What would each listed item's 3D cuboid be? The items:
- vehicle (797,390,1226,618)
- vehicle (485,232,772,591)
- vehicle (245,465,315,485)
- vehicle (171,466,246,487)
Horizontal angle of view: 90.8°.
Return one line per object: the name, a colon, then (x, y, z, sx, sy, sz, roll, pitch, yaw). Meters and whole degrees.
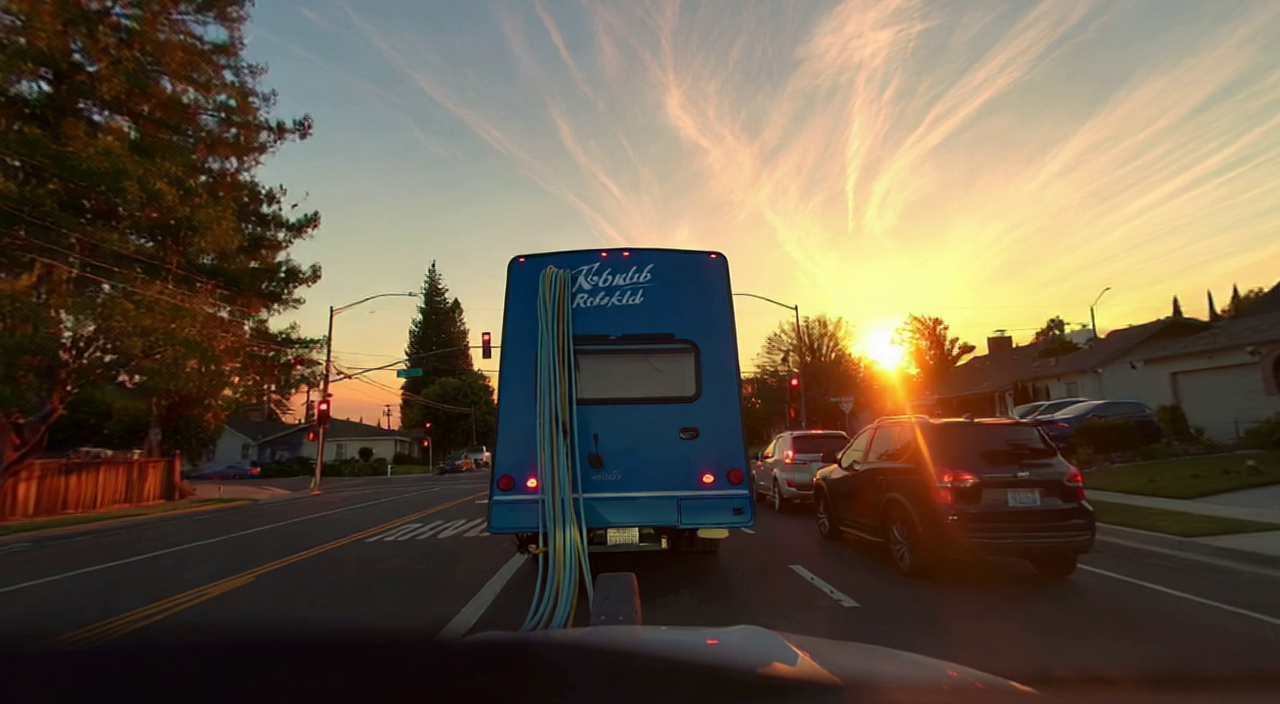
vehicle: (3.410, 1.494, 7.129, 2.104, 1.735, 4.408, 0, -9, 0)
vehicle: (-0.110, 1.123, 10.275, 2.709, 3.511, 8.213, 0, -9, 0)
vehicle: (-27.395, 9.358, 48.149, 4.187, 1.445, 1.809, 0, -9, 0)
vehicle: (-32.695, 9.406, 47.960, 4.311, 1.458, 1.707, 0, -9, -3)
